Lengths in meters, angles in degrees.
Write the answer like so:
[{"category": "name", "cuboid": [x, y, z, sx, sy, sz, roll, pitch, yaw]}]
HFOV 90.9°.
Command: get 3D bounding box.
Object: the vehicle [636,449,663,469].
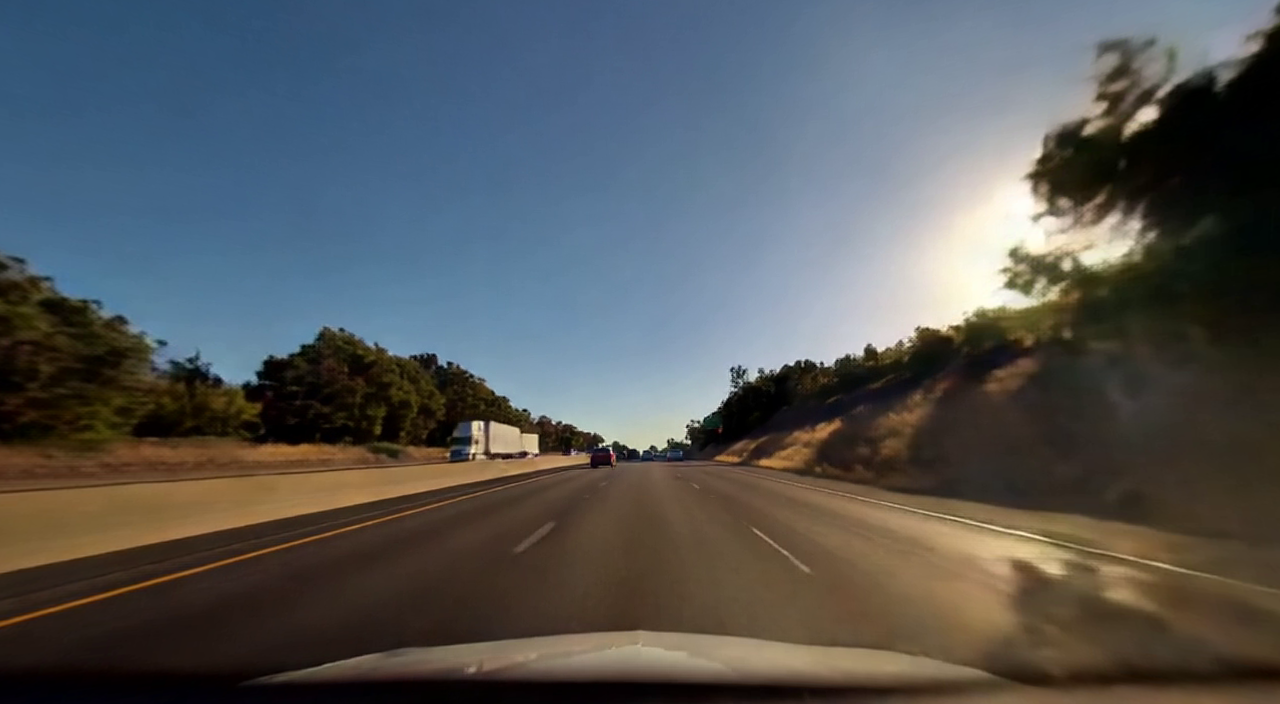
[{"category": "vehicle", "cuboid": [0.743, 8.427, 49.750, 2.036, 1.519, 4.225, 0, -9, 1]}]
